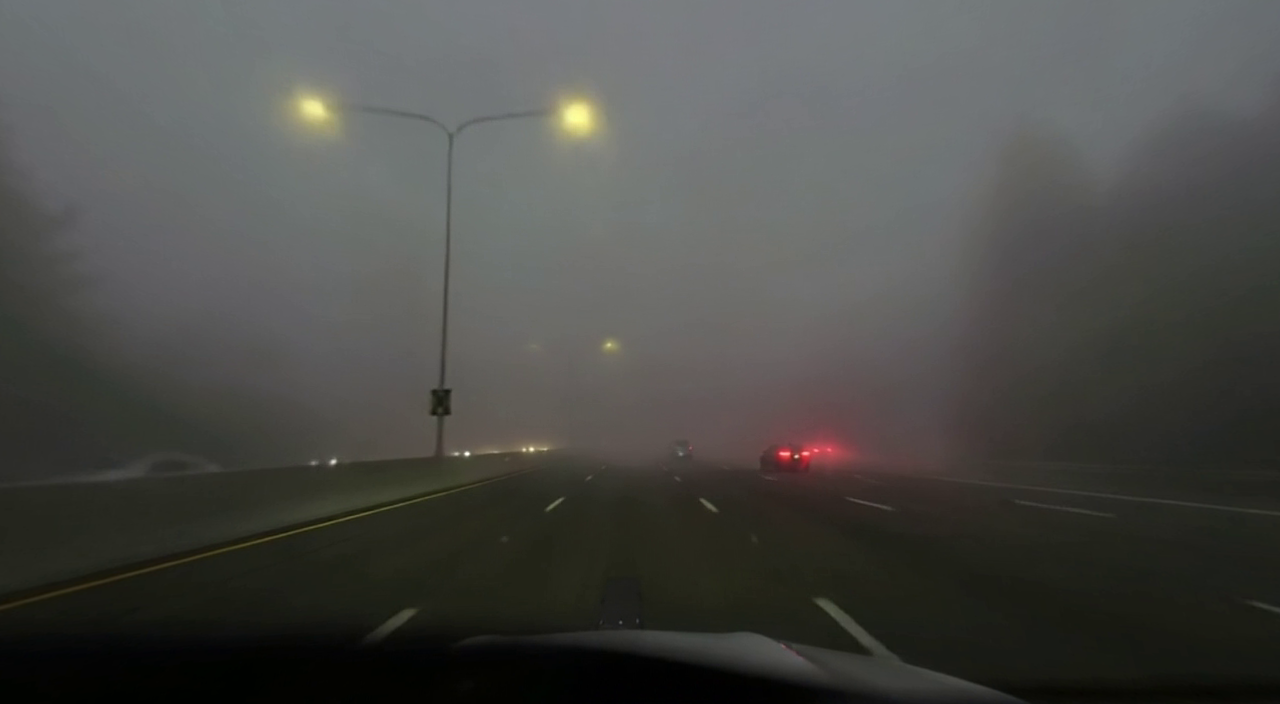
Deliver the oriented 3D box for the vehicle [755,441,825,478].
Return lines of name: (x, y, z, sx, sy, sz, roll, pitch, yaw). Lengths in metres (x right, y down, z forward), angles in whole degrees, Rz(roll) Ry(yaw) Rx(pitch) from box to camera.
vehicle: (6.606, 4.781, 28.274, 2.038, 1.528, 3.910, 0, -9, -2)

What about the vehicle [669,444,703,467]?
vehicle: (3.268, 7.526, 46.103, 2.056, 1.553, 4.320, 0, -9, -1)

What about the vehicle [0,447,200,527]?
vehicle: (-10.906, 2.554, 12.486, 1.687, 1.264, 3.762, 0, -8, 0)
